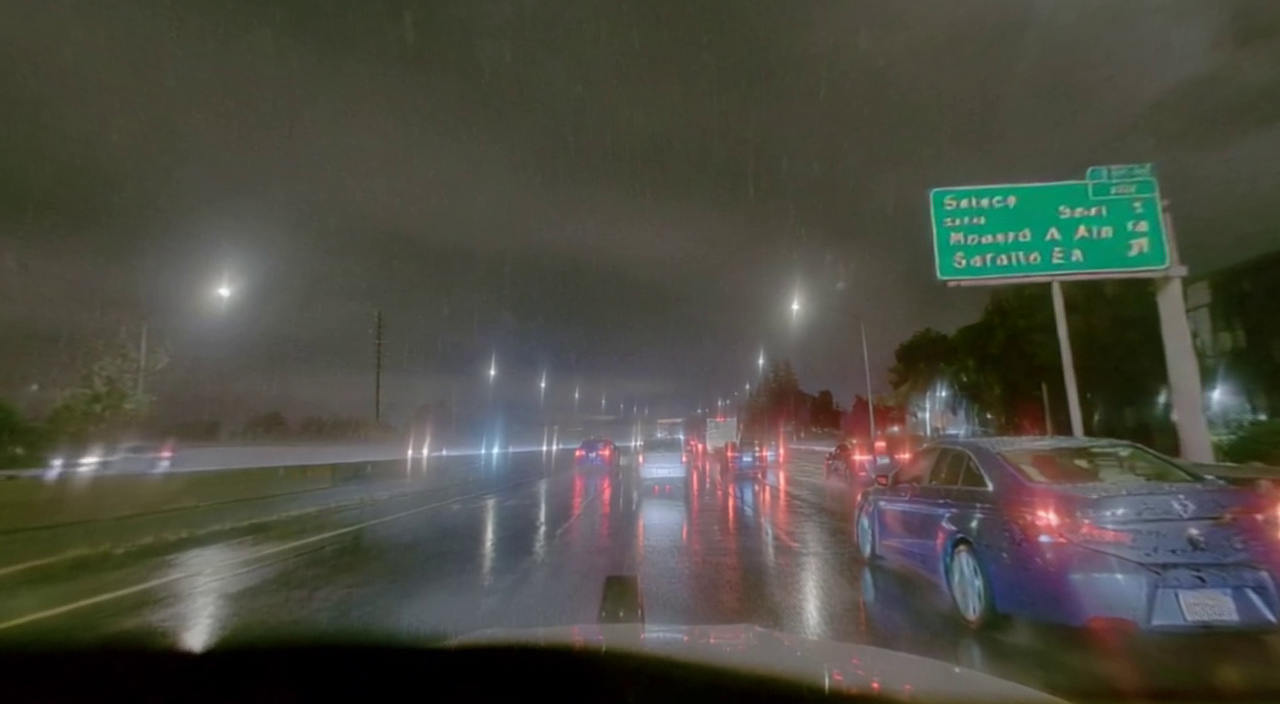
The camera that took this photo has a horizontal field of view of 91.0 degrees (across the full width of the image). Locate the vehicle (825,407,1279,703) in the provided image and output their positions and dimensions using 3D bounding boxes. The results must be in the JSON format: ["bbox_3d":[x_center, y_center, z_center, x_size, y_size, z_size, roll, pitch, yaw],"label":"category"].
[{"bbox_3d":[3.183,1.342,5.068,2.009,1.489,4.559,0,-9,0],"label":"vehicle"}]

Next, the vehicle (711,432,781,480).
[{"bbox_3d":[4.000,4.021,24.473,2.076,1.684,4.241,0,-9,1],"label":"vehicle"}]

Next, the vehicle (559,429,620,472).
[{"bbox_3d":[-2.420,5.008,31.980,2.434,1.965,5.305,0,-9,3],"label":"vehicle"}]

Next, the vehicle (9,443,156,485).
[{"bbox_3d":[-22.793,4.571,26.021,1.886,1.571,4.375,0,-9,3],"label":"vehicle"}]

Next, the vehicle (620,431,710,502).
[{"bbox_3d":[0.645,2.944,16.485,2.074,1.614,3.803,0,-9,2],"label":"vehicle"}]
